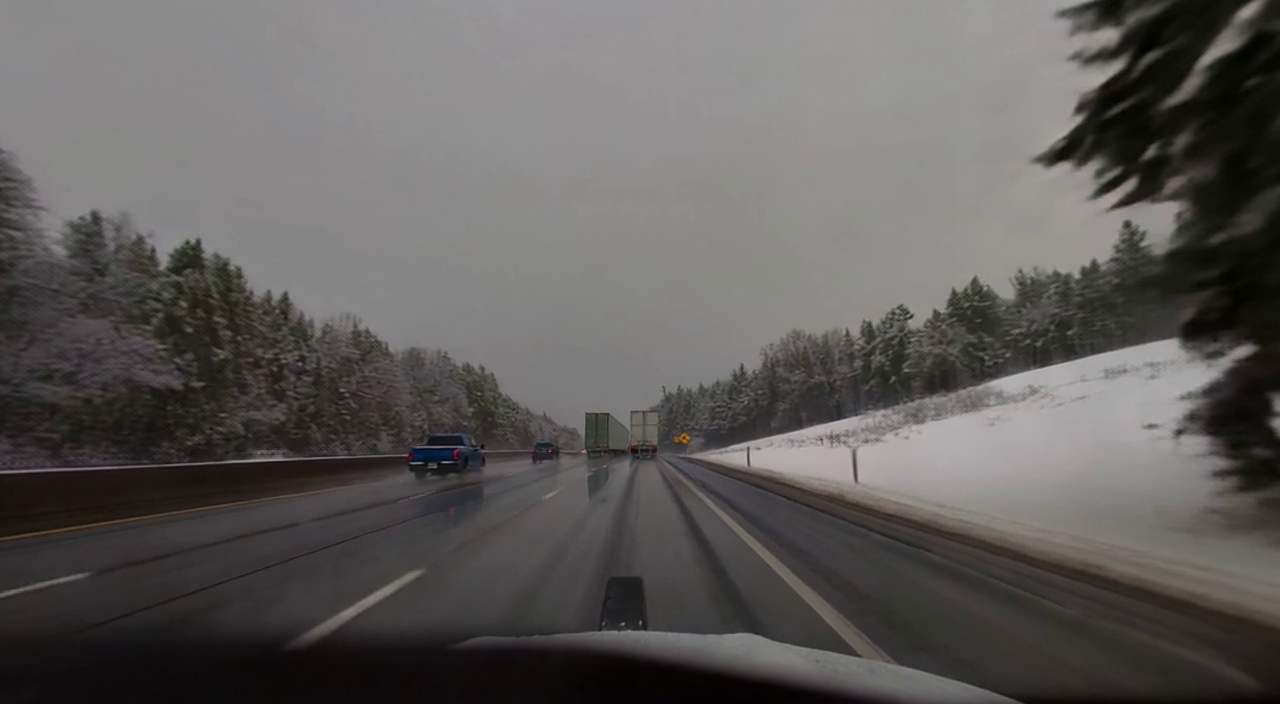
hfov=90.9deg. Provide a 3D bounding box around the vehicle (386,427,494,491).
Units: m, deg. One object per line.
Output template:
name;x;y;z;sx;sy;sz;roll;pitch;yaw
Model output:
vehicle;-6.533;3.543;21.247;2.149;1.884;4.627;0;-8;-1

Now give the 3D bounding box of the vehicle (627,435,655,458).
vehicle;0.069;7.189;48.043;2.072;1.630;4.529;0;-8;0

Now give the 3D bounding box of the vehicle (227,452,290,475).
vehicle;-29.673;8.687;49.230;1.963;1.610;4.674;0;-8;0
